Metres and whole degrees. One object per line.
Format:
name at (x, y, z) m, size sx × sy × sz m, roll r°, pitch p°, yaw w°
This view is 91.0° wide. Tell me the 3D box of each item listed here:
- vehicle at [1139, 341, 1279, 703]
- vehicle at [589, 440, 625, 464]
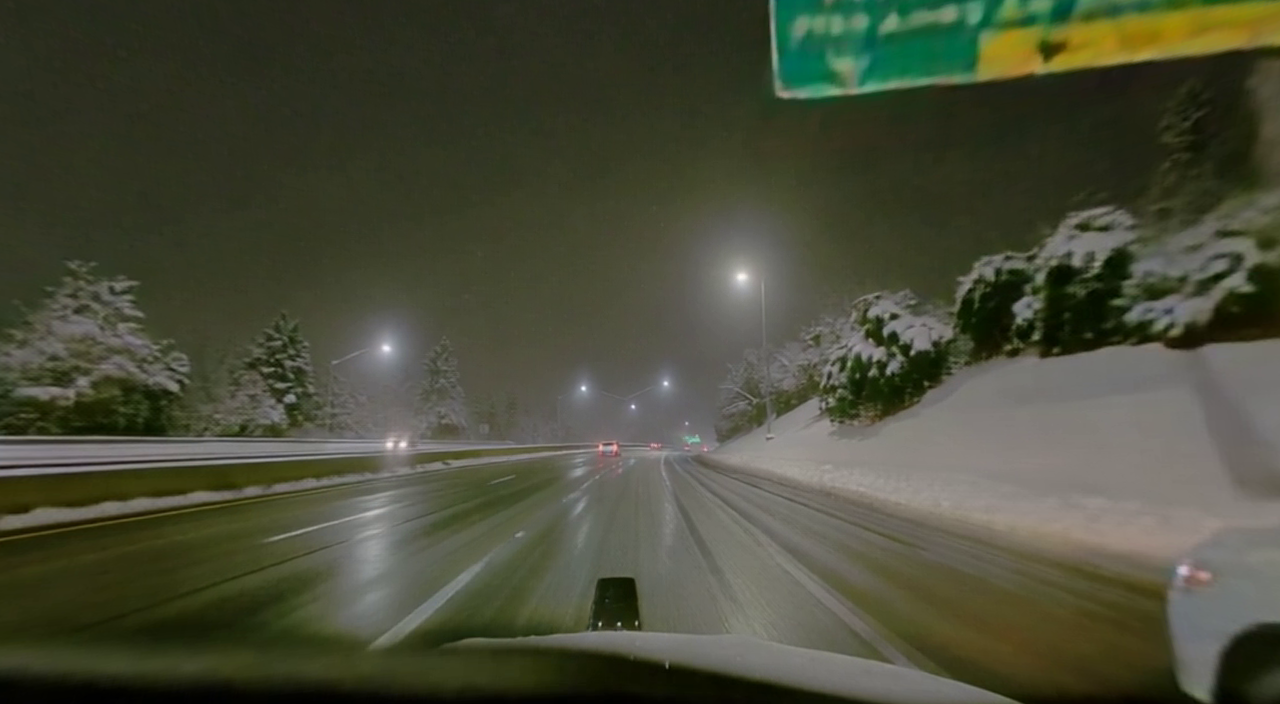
vehicle at (3.672, 0.599, 1.068) m, size 2.090 × 1.715 × 4.228 m, roll 0°, pitch -8°, yaw -1°
vehicle at (-2.249, 7.005, 44.269) m, size 2.088 × 1.565 × 4.410 m, roll -1°, pitch -8°, yaw 3°
